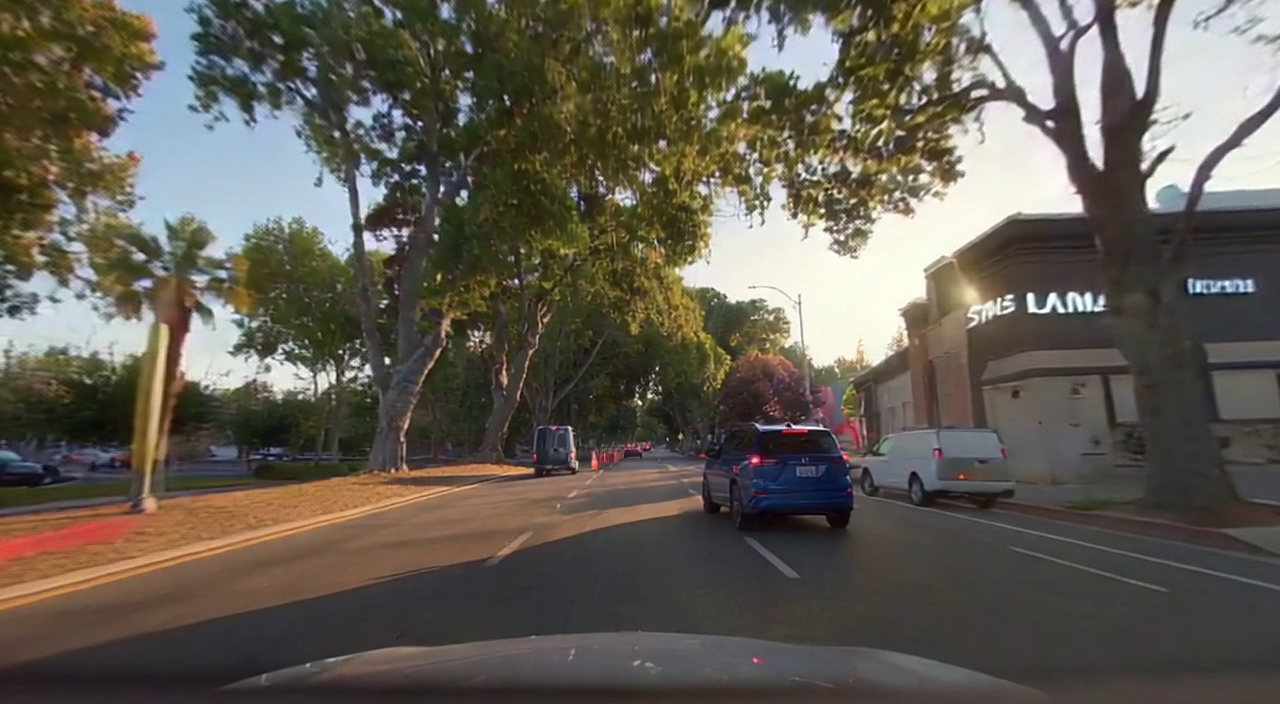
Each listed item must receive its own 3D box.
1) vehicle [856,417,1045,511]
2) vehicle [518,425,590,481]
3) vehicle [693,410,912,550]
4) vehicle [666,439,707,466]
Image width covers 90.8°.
[{"bbox_3d":[6.875,2.534,14.718,1.945,1.797,4.591,0,-8,-1],"label":"vehicle"},{"bbox_3d":[-3.430,4.183,26.415,2.357,2.063,5.488,0,-8,-1],"label":"vehicle"},{"bbox_3d":[2.246,1.923,10.154,2.168,1.725,4.192,0,-8,-3],"label":"vehicle"},{"bbox_3d":[2.724,6.060,38.118,1.953,1.509,4.186,0,-8,-2],"label":"vehicle"}]
